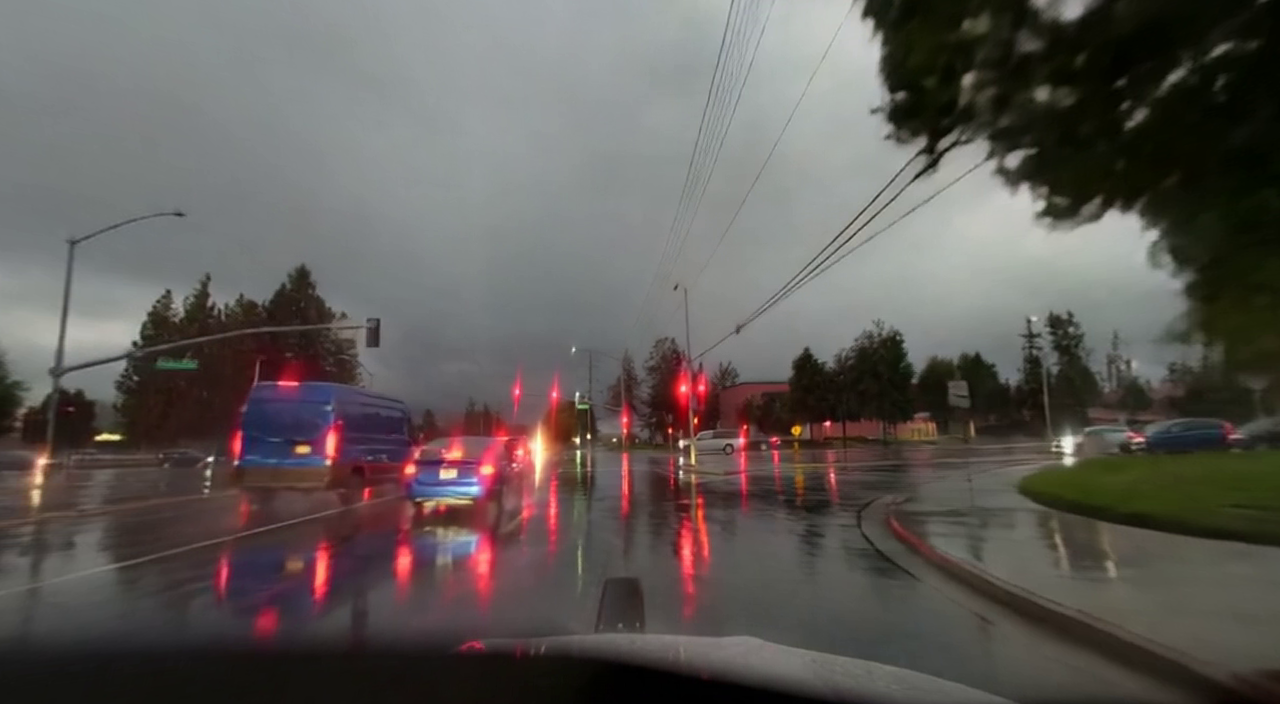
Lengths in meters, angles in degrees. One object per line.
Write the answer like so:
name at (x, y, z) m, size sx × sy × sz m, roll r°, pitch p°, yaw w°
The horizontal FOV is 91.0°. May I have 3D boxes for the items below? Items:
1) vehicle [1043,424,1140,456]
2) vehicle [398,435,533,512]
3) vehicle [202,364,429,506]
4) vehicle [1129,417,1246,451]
vehicle at (21.929, 4.301, 30.613) m, size 3.718 × 1.480 × 1.981 m, roll 4°, pitch -9°, yaw -20°
vehicle at (-3.797, 2.731, 14.612) m, size 2.019 × 1.485 × 4.565 m, roll 1°, pitch -9°, yaw -3°
vehicle at (-7.790, 2.217, 16.380) m, size 2.461 × 2.889 × 6.776 m, roll 1°, pitch -9°, yaw -2°
vehicle at (28.308, 4.285, 32.701) m, size 4.056 × 1.659 × 1.881 m, roll -2°, pitch -9°, yaw 13°
